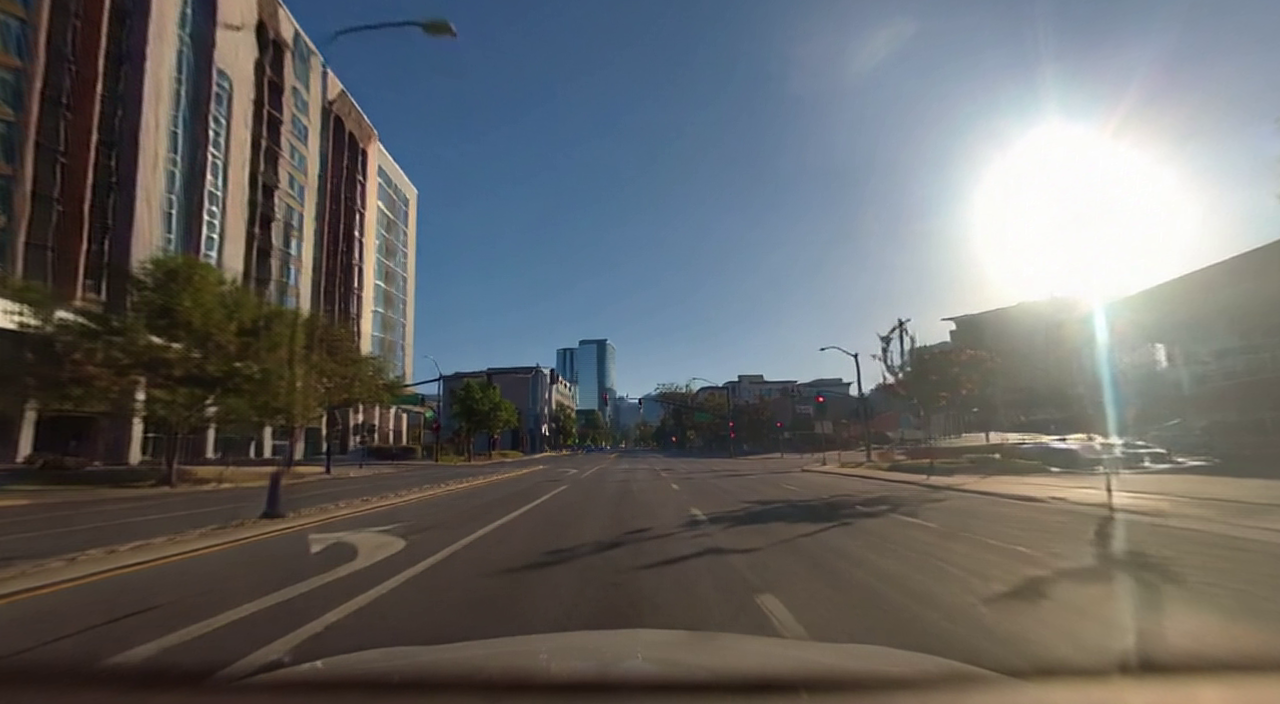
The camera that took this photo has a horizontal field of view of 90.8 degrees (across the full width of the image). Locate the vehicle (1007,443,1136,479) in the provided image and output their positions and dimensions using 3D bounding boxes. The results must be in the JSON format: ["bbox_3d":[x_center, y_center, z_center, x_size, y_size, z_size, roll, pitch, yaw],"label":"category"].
[{"bbox_3d":[19.258,4.832,28.344,1.828,1.483,4.376,8,-12,-44],"label":"vehicle"}]
